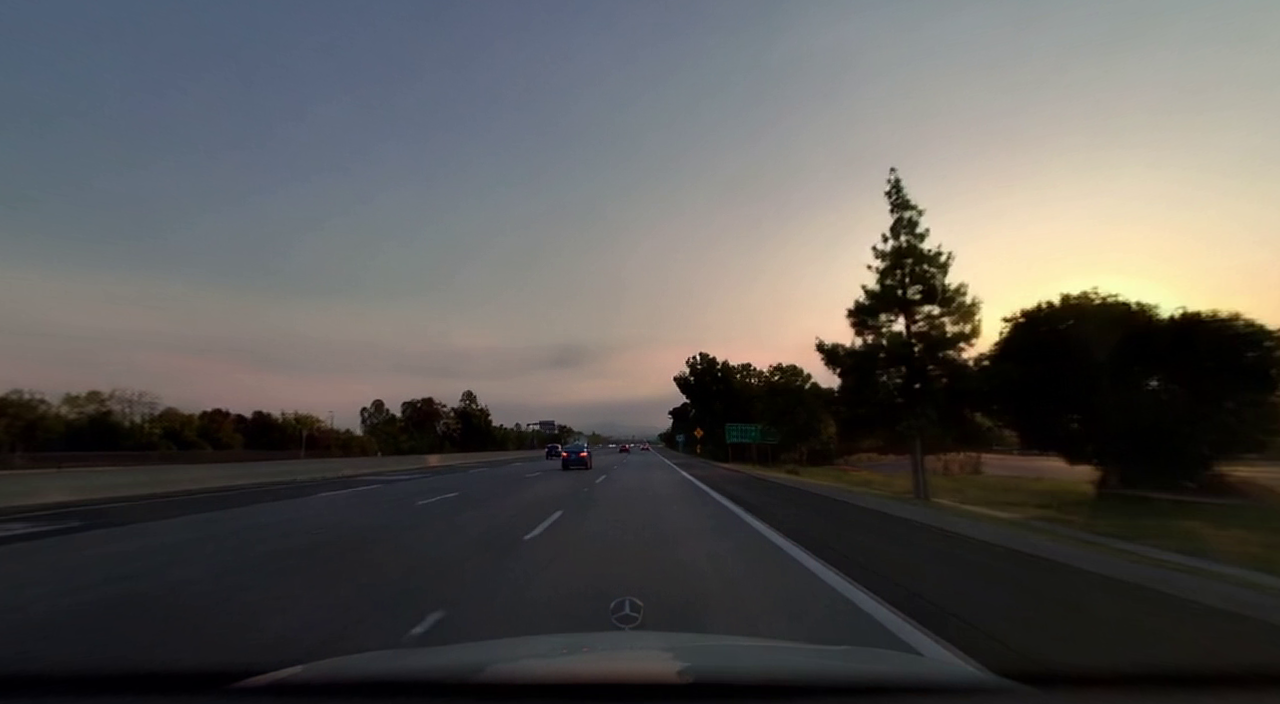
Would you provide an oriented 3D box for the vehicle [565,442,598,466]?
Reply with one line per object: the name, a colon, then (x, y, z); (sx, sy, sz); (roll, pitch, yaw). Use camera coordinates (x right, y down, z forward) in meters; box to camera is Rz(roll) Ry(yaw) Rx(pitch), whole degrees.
vehicle: (-3.827, 6.740, 41.782); (1.786, 1.488, 4.023); (0, -8, 0)
